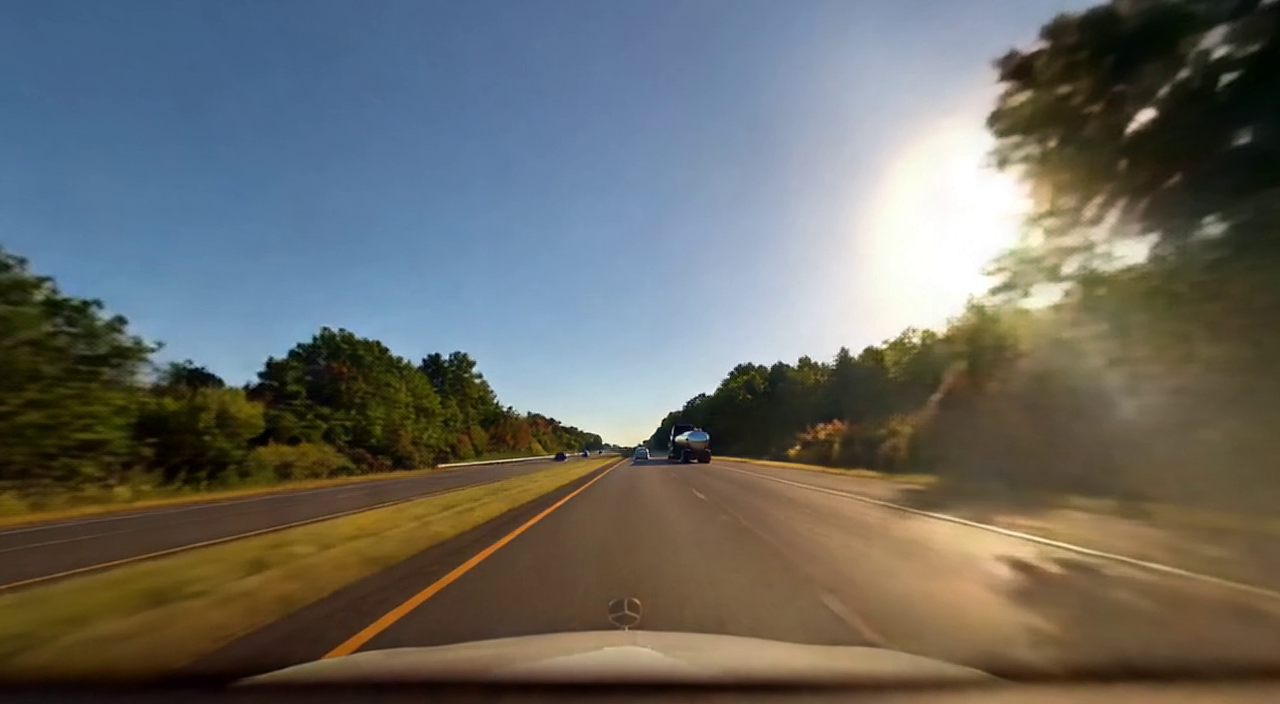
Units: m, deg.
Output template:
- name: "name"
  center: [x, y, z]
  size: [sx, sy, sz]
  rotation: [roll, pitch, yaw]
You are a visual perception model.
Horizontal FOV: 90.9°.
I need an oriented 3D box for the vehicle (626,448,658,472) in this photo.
- name: "vehicle"
  center: [0.122, 6.707, 39.198]
  size: [1.926, 1.386, 3.615]
  rotation: [0, -9, 0]
